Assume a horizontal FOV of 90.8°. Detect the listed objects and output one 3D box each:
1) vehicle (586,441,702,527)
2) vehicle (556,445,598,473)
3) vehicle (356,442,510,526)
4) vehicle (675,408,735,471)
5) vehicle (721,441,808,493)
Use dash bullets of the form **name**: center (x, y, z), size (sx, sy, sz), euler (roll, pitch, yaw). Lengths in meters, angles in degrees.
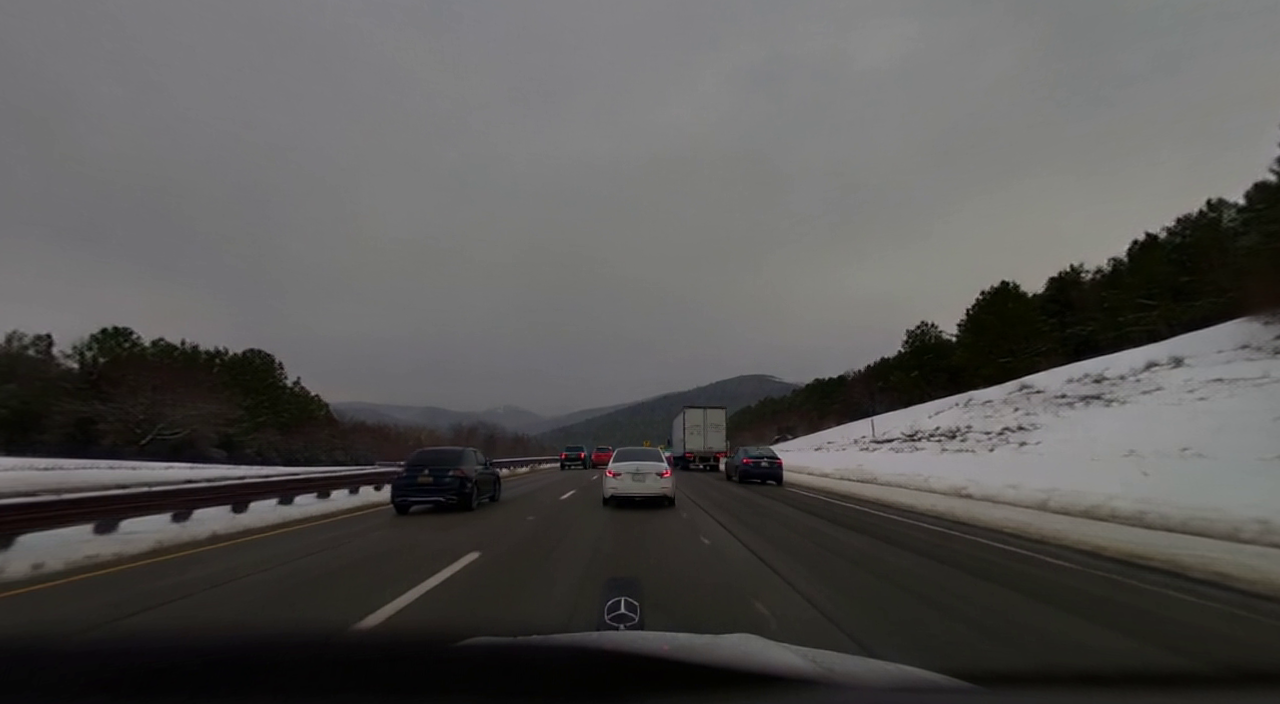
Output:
- **vehicle**: center (0.078, 2.599, 12.891), size (2.041, 1.484, 3.535), euler (0, -9, 0)
- **vehicle**: center (-4.043, 6.918, 40.976), size (2.211, 1.669, 4.224), euler (0, -9, 1)
- **vehicle**: center (-4.128, 2.686, 13.305), size (1.848, 1.486, 3.832), euler (0, -9, 1)
- **vehicle**: center (4.644, 6.965, 49.102), size (3.194, 4.038, 16.301), euler (0, -9, 1)
- **vehicle**: center (4.157, 3.915, 21.840), size (2.029, 1.579, 4.484), euler (0, -9, -1)
